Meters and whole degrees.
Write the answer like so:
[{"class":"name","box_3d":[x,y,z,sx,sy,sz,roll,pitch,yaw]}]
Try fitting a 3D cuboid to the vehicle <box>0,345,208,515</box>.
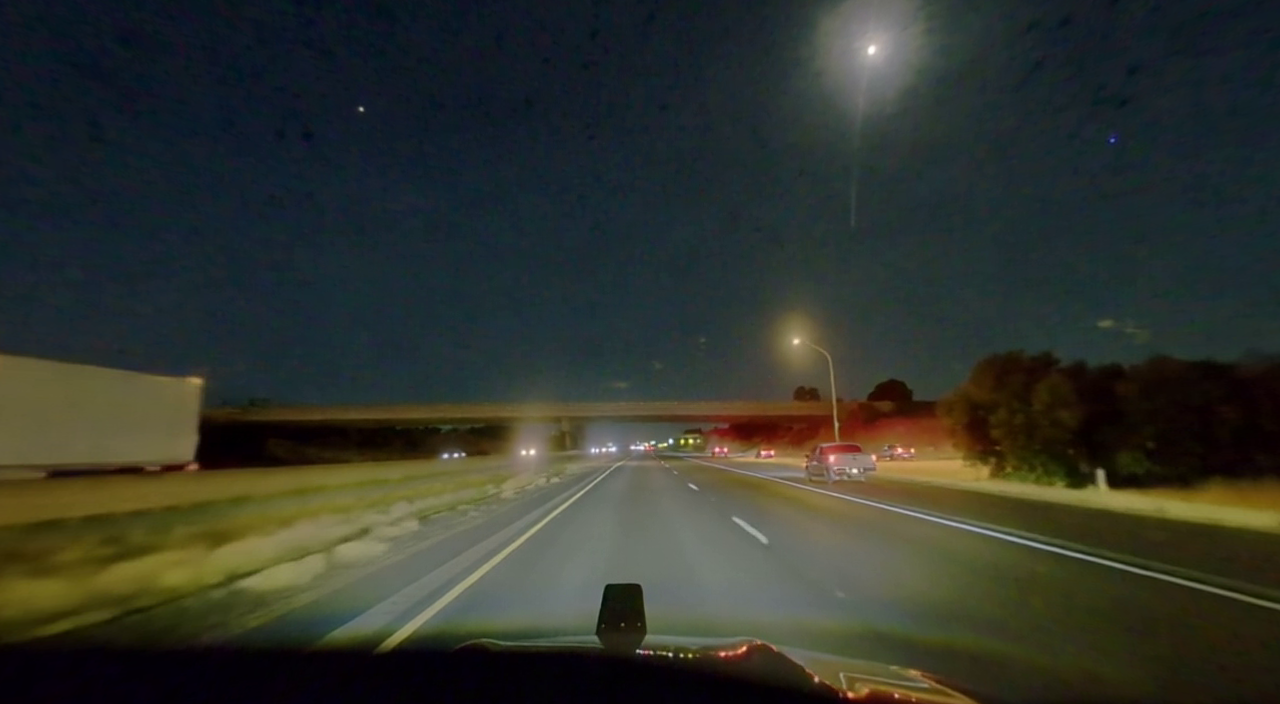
[{"class":"vehicle","box_3d":[-17.358,1.798,14.606,2.926,4.181,16.364,0,-9,0]}]
